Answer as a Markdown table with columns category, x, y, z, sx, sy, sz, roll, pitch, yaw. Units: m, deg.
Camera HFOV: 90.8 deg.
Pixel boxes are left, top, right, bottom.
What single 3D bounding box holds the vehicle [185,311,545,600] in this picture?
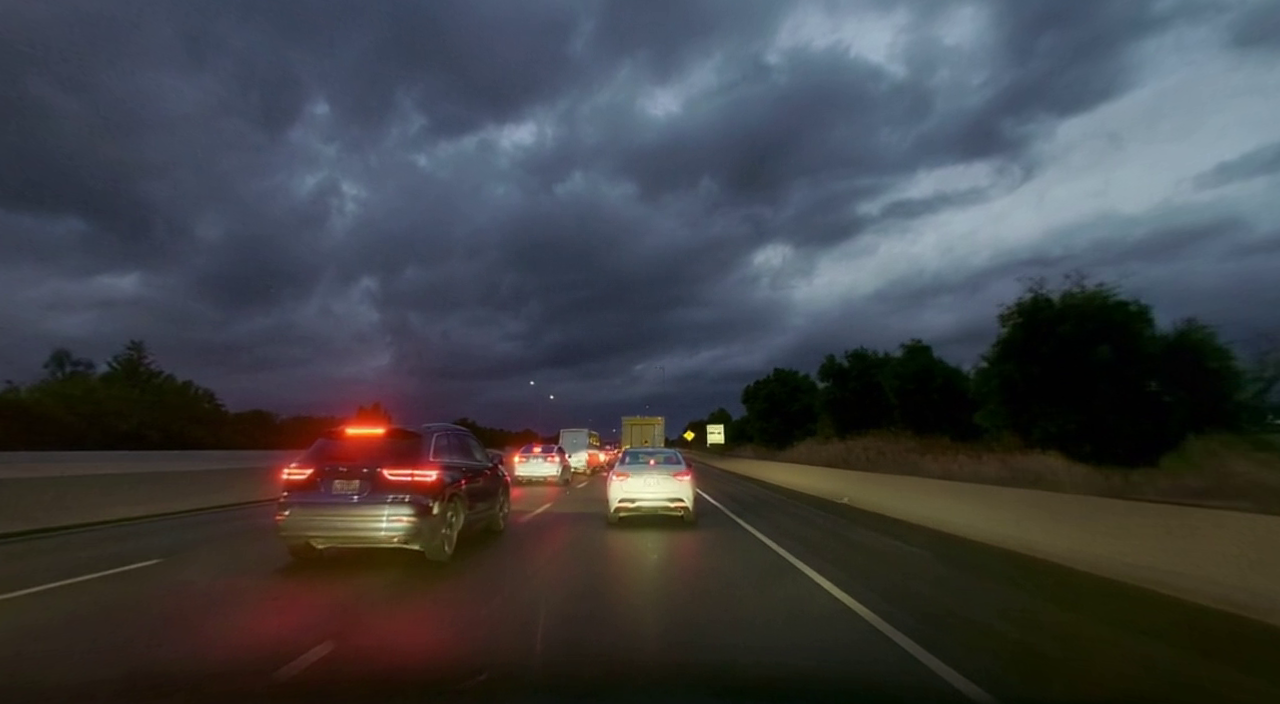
| category | x | y | z | sx | sy | sz | roll | pitch | yaw |
| --- | --- | --- | --- | --- | --- | --- | --- | --- | --- |
| vehicle | -3.109 | 1.470 | 9.434 | 2.289 | 2.757 | 6.726 | 0 | -9 | 0 |

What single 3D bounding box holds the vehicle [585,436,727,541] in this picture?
| category | x | y | z | sx | sy | sz | roll | pitch | yaw |
| --- | --- | --- | --- | --- | --- | --- | --- | --- | --- |
| vehicle | 0.221 | 2.263 | 11.006 | 2.063 | 1.507 | 3.488 | 0 | -9 | 0 |
